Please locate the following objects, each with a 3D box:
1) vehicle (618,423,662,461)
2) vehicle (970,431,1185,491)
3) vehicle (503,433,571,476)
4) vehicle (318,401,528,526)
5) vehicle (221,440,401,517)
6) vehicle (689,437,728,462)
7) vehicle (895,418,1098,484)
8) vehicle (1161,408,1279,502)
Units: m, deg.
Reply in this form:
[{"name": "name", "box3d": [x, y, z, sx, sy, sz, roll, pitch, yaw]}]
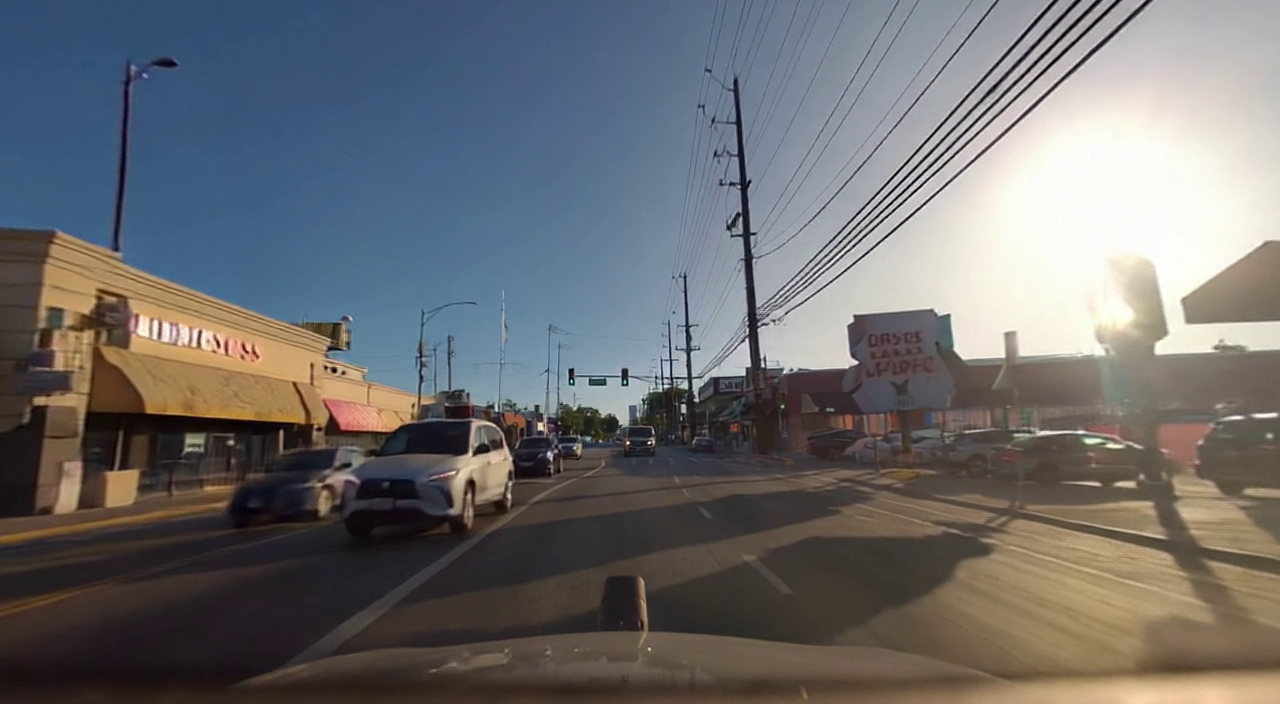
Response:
[{"name": "vehicle", "box3d": [0.019, 6.019, 42.154, 2.683, 2.295, 6.404, 0, -8, 1]}, {"name": "vehicle", "box3d": [11.424, 2.873, 16.762, 4.238, 1.464, 1.862, -1, -8, 2]}, {"name": "vehicle", "box3d": [-4.127, 4.200, 26.158, 2.033, 1.572, 4.939, 0, -8, 0]}, {"name": "vehicle", "box3d": [-3.832, 2.119, 12.568, 2.277, 1.904, 5.583, 0, -8, -1]}, {"name": "vehicle", "box3d": [-7.392, 2.846, 14.823, 1.869, 1.504, 4.430, 0, -8, -1]}, {"name": "vehicle", "box3d": [4.328, 6.247, 40.547, 1.926, 1.482, 4.442, 0, -8, 0]}, {"name": "vehicle", "box3d": [10.809, 3.026, 19.473, 4.937, 1.827, 2.042, -1, -8, 0]}, {"name": "vehicle", "box3d": [15.008, 2.213, 13.846, 5.307, 1.877, 2.052, 0, -8, -1]}]
